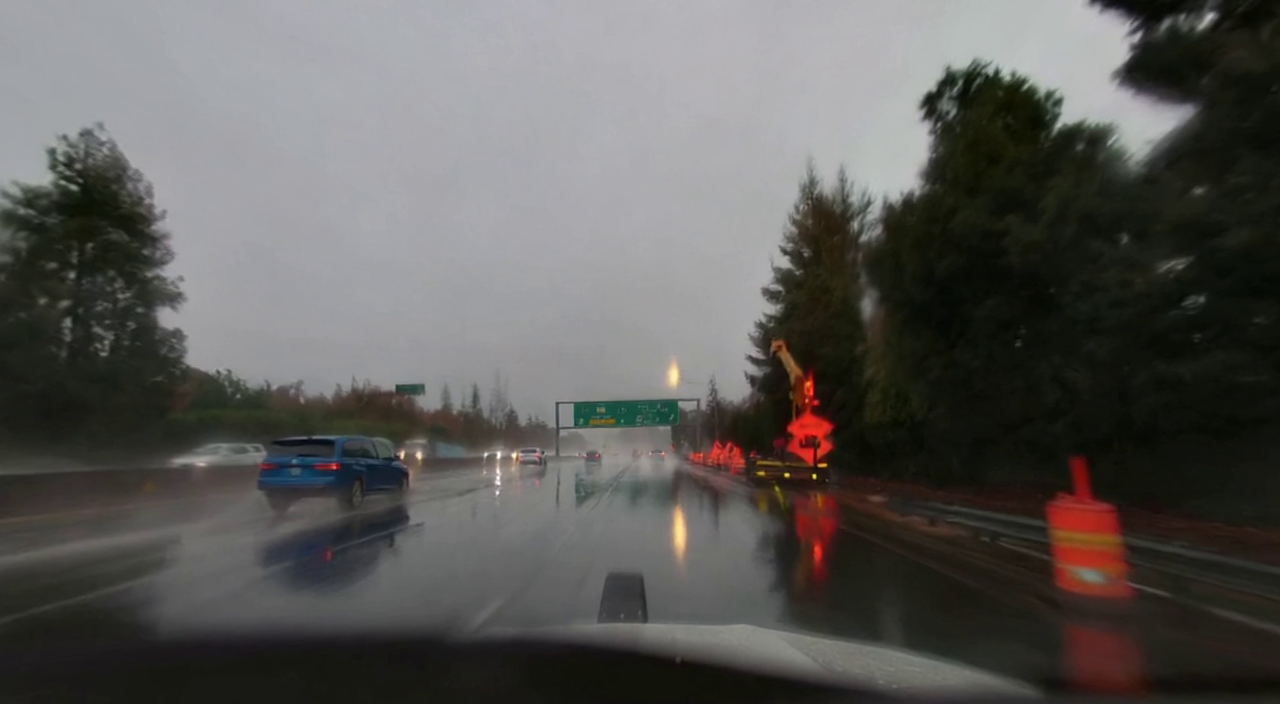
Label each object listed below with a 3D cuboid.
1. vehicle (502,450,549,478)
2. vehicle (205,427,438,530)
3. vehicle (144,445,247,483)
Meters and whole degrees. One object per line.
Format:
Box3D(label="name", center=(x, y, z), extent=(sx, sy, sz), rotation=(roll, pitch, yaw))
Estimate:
Box3D(label="vehicle", center=(-6.571, 6.462, 36.588), extent=(1.895, 1.506, 4.245), rotation=(0, -9, 1))
Box3D(label="vehicle", center=(-6.195, 2.508, 13.102), extent=(2.402, 1.733, 4.512), rotation=(0, -9, 1))
Box3D(label="vehicle", center=(-18.518, 4.652, 26.428), extent=(1.634, 1.479, 3.579), rotation=(0, -9, 1))
